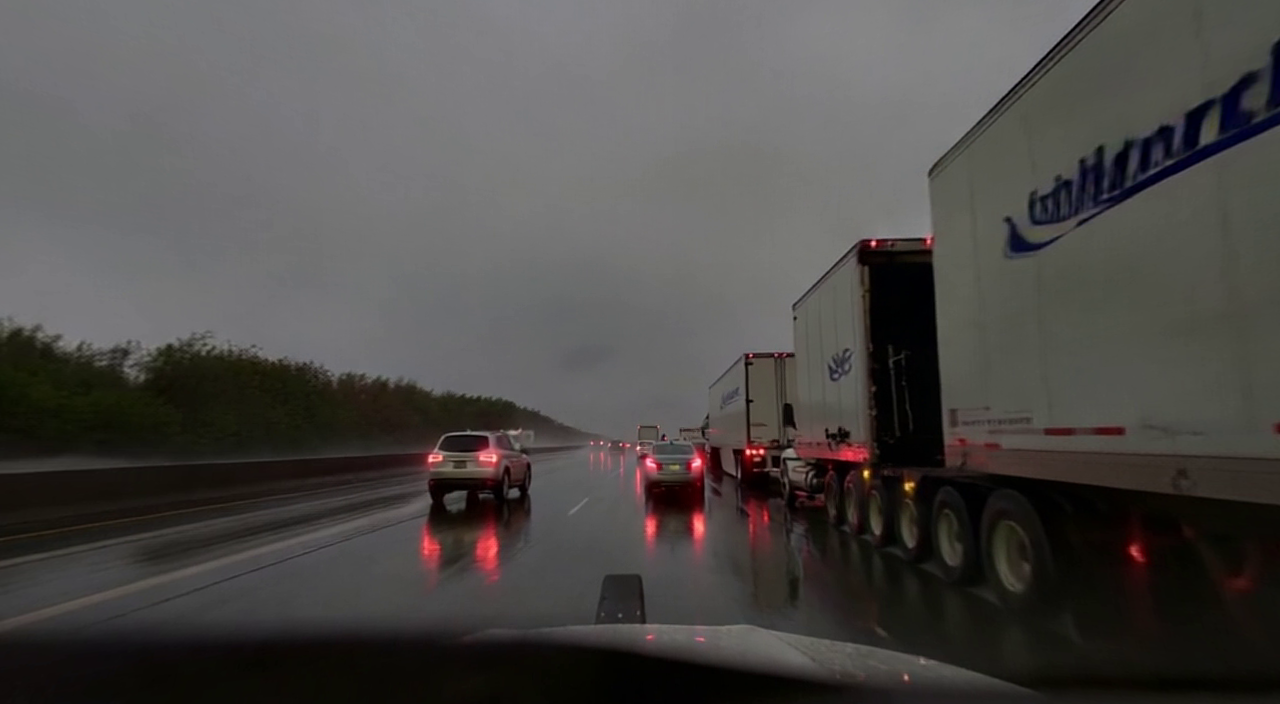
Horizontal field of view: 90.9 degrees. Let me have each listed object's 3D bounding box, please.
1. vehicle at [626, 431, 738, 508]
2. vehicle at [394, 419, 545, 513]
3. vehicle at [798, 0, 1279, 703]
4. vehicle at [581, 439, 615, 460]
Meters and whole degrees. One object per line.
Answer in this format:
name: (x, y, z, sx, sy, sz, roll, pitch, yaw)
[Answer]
vehicle: (0.814, 2.606, 14.606, 2.200, 1.495, 4.282, 0, -8, 0)
vehicle: (-3.512, 2.419, 14.008, 2.006, 1.729, 4.447, 0, -8, 2)
vehicle: (4.536, -0.270, 4.117, 2.967, 4.347, 15.373, 0, -8, 0)
vehicle: (-3.191, 7.518, 48.995, 2.181, 1.538, 4.169, 0, -8, 2)
